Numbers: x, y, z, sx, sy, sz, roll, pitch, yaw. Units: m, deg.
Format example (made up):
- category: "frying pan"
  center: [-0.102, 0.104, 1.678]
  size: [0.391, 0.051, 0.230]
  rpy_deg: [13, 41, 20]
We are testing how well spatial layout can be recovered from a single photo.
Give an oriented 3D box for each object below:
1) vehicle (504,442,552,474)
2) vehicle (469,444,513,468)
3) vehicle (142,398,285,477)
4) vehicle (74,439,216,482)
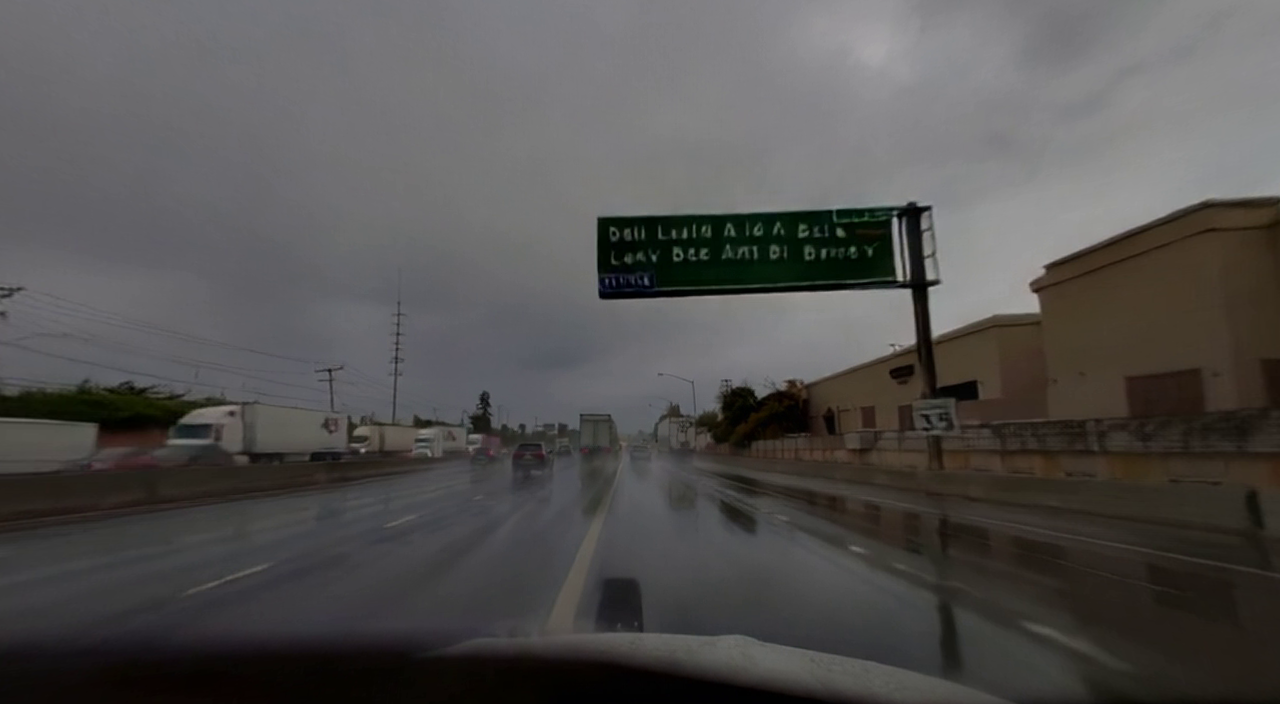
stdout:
- category: "vehicle"
  center: [-6.228, 5.960, 35.736]
  size: [2.132, 1.679, 4.045]
  rpy_deg: [0, -9, -2]
- category: "vehicle"
  center: [-11.031, 7.726, 47.179]
  size: [2.129, 1.717, 4.593]
  rpy_deg: [0, -9, 0]
- category: "vehicle"
  center: [-22.847, 4.699, 34.521]
  size: [2.995, 3.817, 6.961]
  rpy_deg: [0, -9, -2]
- category: "vehicle"
  center: [-18.897, 4.161, 24.488]
  size: [1.928, 1.475, 4.536]
  rpy_deg: [0, -9, -2]
